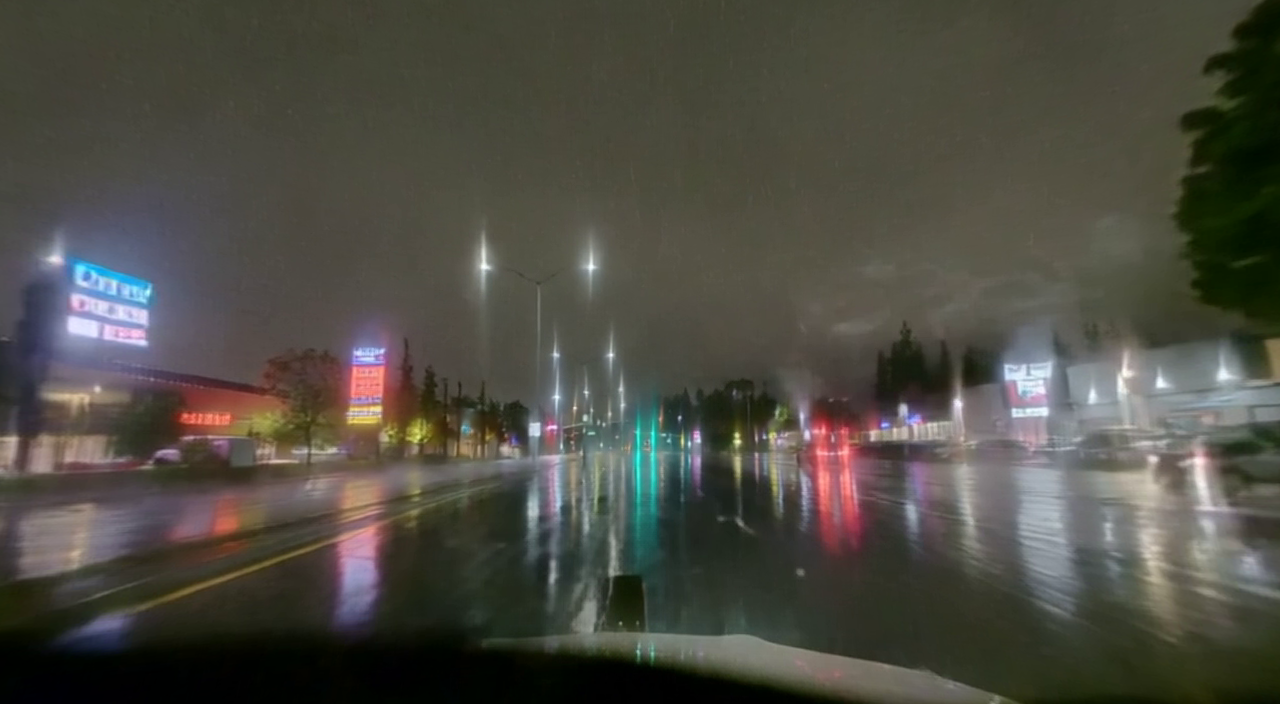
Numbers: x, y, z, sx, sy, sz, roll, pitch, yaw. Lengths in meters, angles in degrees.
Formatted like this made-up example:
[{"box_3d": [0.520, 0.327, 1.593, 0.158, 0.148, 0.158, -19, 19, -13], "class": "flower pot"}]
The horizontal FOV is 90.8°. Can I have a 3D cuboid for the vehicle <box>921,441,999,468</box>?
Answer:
[{"box_3d": [18.664, 5.987, 37.077, 1.846, 1.466, 4.679, 0, -9, -4], "class": "vehicle"}]

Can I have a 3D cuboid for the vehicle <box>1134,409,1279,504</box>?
[{"box_3d": [14.949, 2.394, 14.772, 2.235, 2.016, 5.481, -3, -9, 0], "class": "vehicle"}]

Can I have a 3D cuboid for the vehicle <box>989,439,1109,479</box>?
[{"box_3d": [16.470, 4.341, 25.788, 1.880, 1.477, 4.556, -1, -9, 1], "class": "vehicle"}]

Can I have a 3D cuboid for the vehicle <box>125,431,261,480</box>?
[{"box_3d": [-28.190, 6.527, 40.058, 6.354, 2.899, 2.812, 0, -9, -1], "class": "vehicle"}]

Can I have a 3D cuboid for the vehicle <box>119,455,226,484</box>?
[{"box_3d": [-27.487, 6.919, 37.263, 4.564, 1.494, 2.183, -2, -10, -2], "class": "vehicle"}]
